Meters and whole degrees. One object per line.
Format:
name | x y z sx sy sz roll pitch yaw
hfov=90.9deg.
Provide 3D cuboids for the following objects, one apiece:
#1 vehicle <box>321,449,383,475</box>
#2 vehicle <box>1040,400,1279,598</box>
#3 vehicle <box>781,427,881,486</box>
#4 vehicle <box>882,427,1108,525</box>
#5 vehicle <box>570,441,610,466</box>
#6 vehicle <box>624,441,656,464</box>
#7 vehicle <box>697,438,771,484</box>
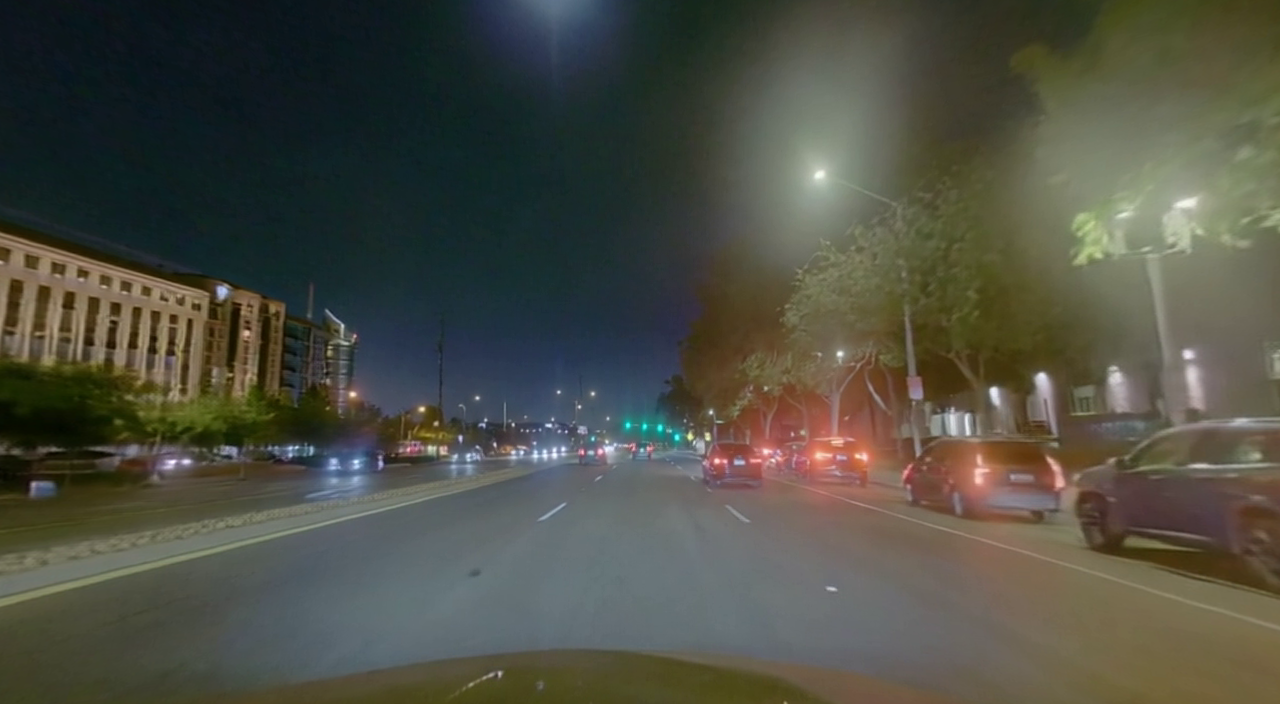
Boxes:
vehicle | -18.693 7.142 41.157 1.864 1.458 4.598 -4 -8 1
vehicle | 6.763 1.451 6.563 2.023 1.758 4.795 0 -8 0
vehicle | 6.838 3.810 23.265 2.215 1.909 4.875 0 -8 1
vehicle | 6.849 2.421 12.853 2.072 1.631 4.246 0 -8 -1
vehicle | -3.085 6.406 39.800 2.082 1.467 4.379 0 -8 1
vehicle | 0.038 6.895 43.217 2.101 1.480 3.929 -1 -8 2
vehicle | 3.285 3.924 22.942 1.990 1.486 4.431 0 -8 0
